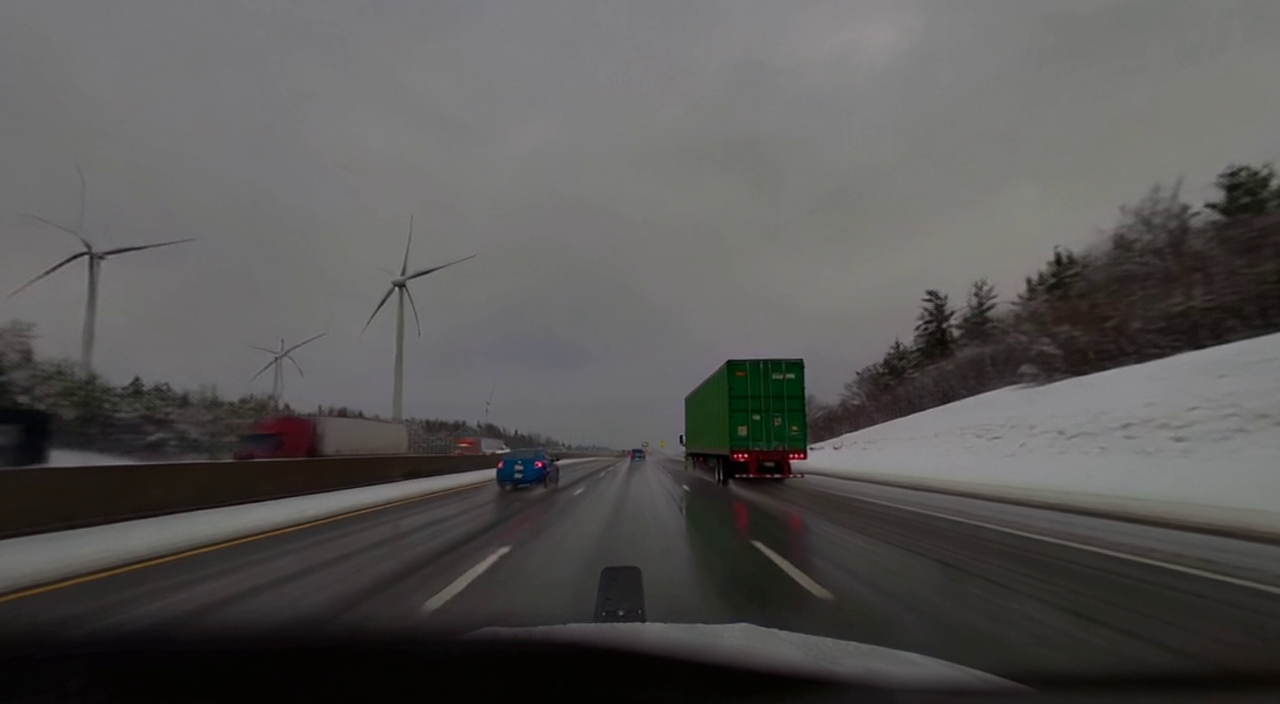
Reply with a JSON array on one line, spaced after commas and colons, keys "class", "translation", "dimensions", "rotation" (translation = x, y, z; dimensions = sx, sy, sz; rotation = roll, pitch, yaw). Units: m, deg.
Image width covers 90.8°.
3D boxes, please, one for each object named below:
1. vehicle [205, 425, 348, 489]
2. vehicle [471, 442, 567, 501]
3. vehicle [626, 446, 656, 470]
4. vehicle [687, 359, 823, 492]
[{"class": "vehicle", "translation": [-15.452, 4.529, 27.526], "dimensions": [2.225, 2.398, 6.689], "rotation": [0, -9, 0]}, {"class": "vehicle", "translation": [-3.378, 3.419, 18.443], "dimensions": [1.952, 1.521, 4.095], "rotation": [0, -9, 1]}, {"class": "vehicle", "translation": [0.031, 7.022, 41.918], "dimensions": [1.931, 1.453, 3.695], "rotation": [0, -9, -1]}, {"class": "vehicle", "translation": [3.950, 3.220, 25.812], "dimensions": [2.947, 3.989, 13.568], "rotation": [0, -9, 0]}]
